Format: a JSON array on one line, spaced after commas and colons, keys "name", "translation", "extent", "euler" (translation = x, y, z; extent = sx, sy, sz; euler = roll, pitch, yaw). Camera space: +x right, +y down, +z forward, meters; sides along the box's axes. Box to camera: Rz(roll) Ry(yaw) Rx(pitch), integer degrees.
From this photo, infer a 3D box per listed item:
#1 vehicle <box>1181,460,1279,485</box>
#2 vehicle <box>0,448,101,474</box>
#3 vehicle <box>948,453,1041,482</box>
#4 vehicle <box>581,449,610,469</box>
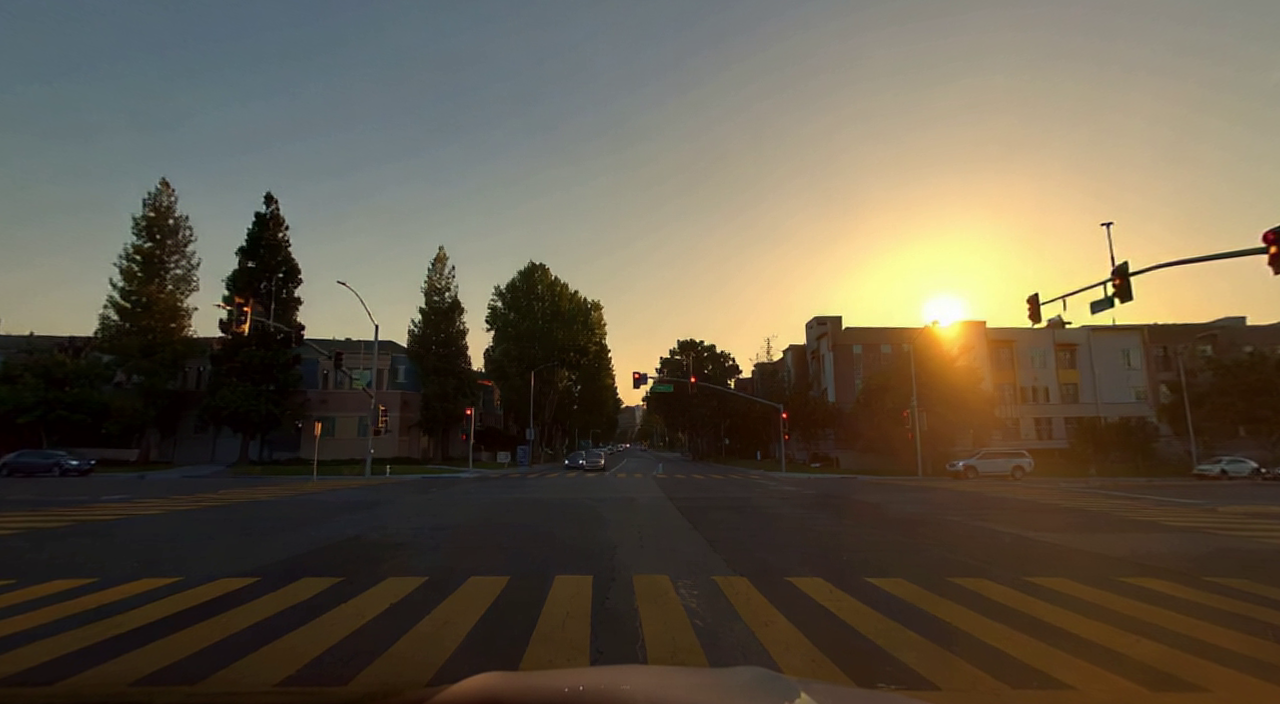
[{"name": "vehicle", "translation": [36.248, 7.308, 38.267], "extent": [4.976, 1.428, 1.929], "euler": [0, -8, -2]}, {"name": "vehicle", "translation": [-35.109, 6.417, 37.212], "extent": [4.741, 1.447, 1.807], "euler": [0, -9, 0]}, {"name": "vehicle", "translation": [21.129, 6.876, 37.568], "extent": [4.447, 1.623, 1.801], "euler": [0, -9, -3]}, {"name": "vehicle", "translation": [-3.407, 8.355, 49.214], "extent": [1.908, 1.441, 4.142], "euler": [0, -8, 1]}]
